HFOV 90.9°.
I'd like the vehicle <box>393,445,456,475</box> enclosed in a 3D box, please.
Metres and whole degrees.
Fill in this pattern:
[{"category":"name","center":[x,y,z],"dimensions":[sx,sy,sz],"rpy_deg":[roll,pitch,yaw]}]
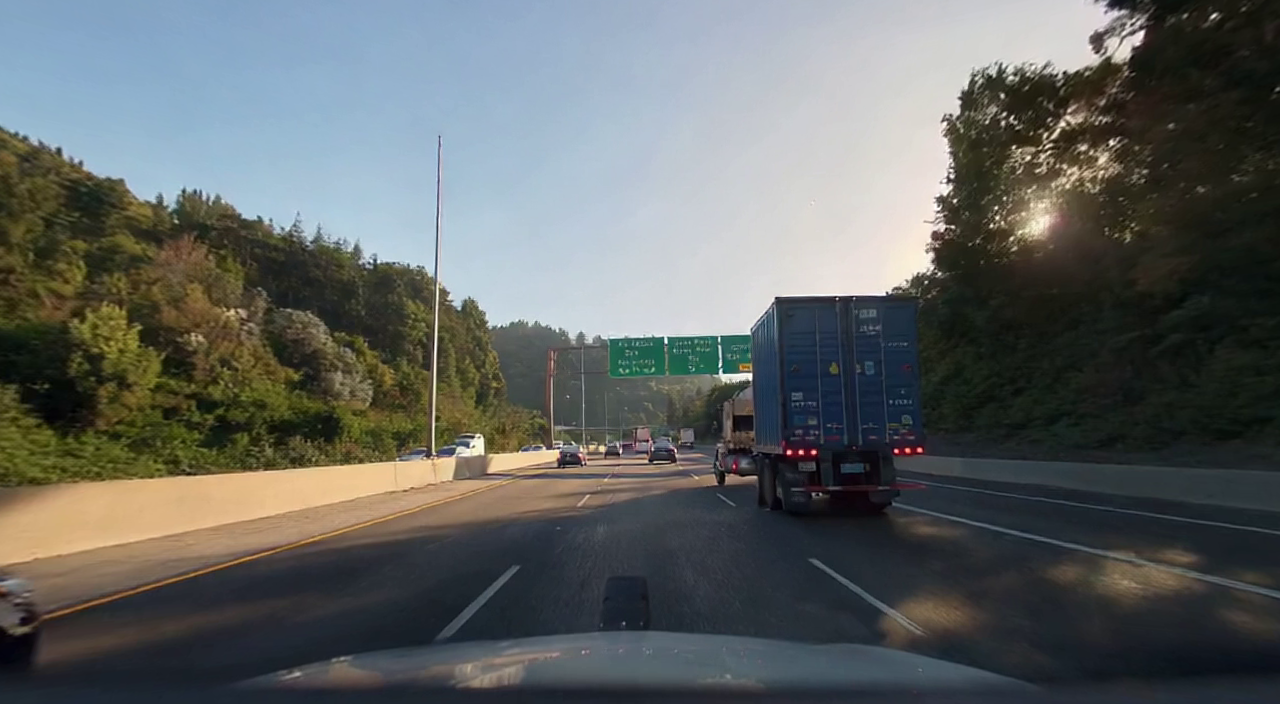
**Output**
[{"category":"vehicle","center":[-11.800,5.911,34.864],"dimensions":[1.840,1.477,4.446],"rpy_deg":[-1,-8,0]}]

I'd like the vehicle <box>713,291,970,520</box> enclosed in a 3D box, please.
[{"category":"vehicle","center":[4.036,1.673,16.348],"dimensions":[2.985,3.895,11.239],"rpy_deg":[-1,-8,1]}]

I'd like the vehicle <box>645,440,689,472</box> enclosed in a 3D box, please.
[{"category":"vehicle","center":[1.382,5.174,31.777],"dimensions":[2.040,1.461,4.822],"rpy_deg":[-1,-8,3]}]

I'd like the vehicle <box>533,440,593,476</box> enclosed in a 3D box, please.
[{"category":"vehicle","center":[-3.453,4.829,29.038],"dimensions":[2.099,1.494,4.504],"rpy_deg":[-1,-8,1]}]
